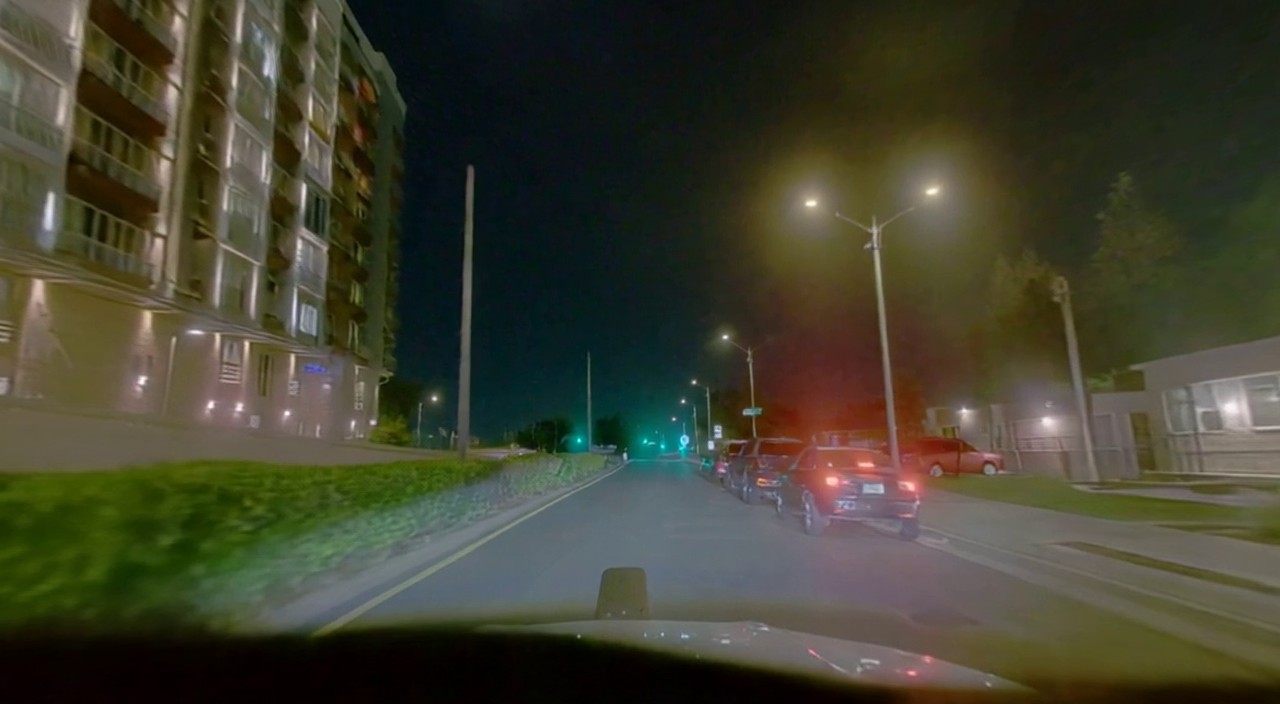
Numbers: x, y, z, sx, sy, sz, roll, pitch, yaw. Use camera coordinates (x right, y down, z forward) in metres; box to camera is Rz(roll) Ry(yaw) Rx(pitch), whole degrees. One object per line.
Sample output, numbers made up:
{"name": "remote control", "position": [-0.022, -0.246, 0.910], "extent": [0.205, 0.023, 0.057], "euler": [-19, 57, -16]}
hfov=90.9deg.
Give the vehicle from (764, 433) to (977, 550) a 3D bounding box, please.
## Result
{"name": "vehicle", "position": [3.326, 2.084, 10.161], "extent": [1.848, 1.442, 4.425], "euler": [0, -9, 1]}
